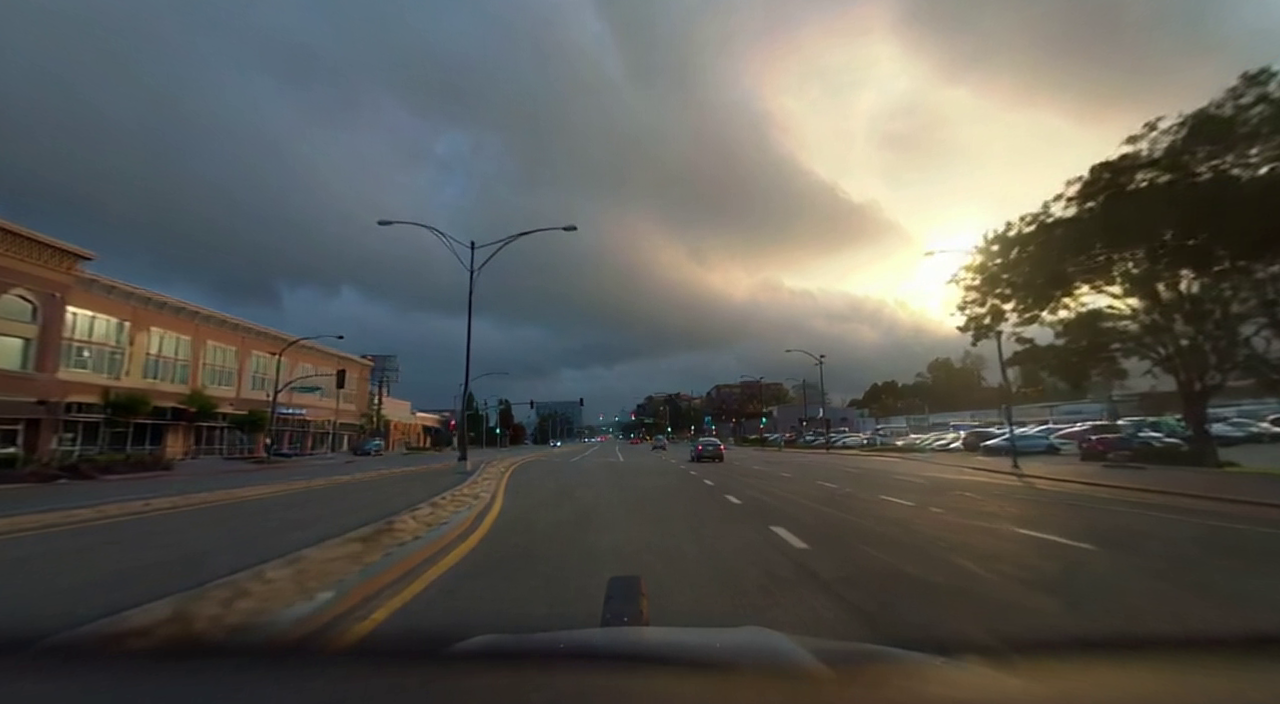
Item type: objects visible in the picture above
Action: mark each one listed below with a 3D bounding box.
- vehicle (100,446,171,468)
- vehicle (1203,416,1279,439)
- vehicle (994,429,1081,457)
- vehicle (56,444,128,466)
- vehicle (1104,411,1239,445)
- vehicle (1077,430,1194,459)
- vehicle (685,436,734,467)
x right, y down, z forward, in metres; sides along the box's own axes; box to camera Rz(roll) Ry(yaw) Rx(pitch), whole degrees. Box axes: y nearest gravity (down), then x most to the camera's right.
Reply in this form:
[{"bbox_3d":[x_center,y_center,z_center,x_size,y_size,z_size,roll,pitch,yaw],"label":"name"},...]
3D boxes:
[{"bbox_3d":[-35.626,7.419,44.661,1.684,1.432,4.140,0,-8,-2],"label":"vehicle"},{"bbox_3d":[47.606,5.936,49.418,1.846,1.656,4.602,4,-9,-30],"label":"vehicle"},{"bbox_3d":[26.056,5.954,41.406,4.544,1.474,1.772,-4,-7,-5],"label":"vehicle"},{"bbox_3d":[-38.002,7.121,43.810,1.759,1.482,3.620,1,-8,-3],"label":"vehicle"},{"bbox_3d":[38.338,5.576,45.770,2.372,2.254,6.893,5,-10,-31],"label":"vehicle"},{"bbox_3d":[26.369,4.941,33.616,4.691,1.436,1.988,0,-8,-4],"label":"vehicle"},{"bbox_3d":[3.657,5.359,34.037,2.038,1.528,4.259,0,-8,-2],"label":"vehicle"}]
